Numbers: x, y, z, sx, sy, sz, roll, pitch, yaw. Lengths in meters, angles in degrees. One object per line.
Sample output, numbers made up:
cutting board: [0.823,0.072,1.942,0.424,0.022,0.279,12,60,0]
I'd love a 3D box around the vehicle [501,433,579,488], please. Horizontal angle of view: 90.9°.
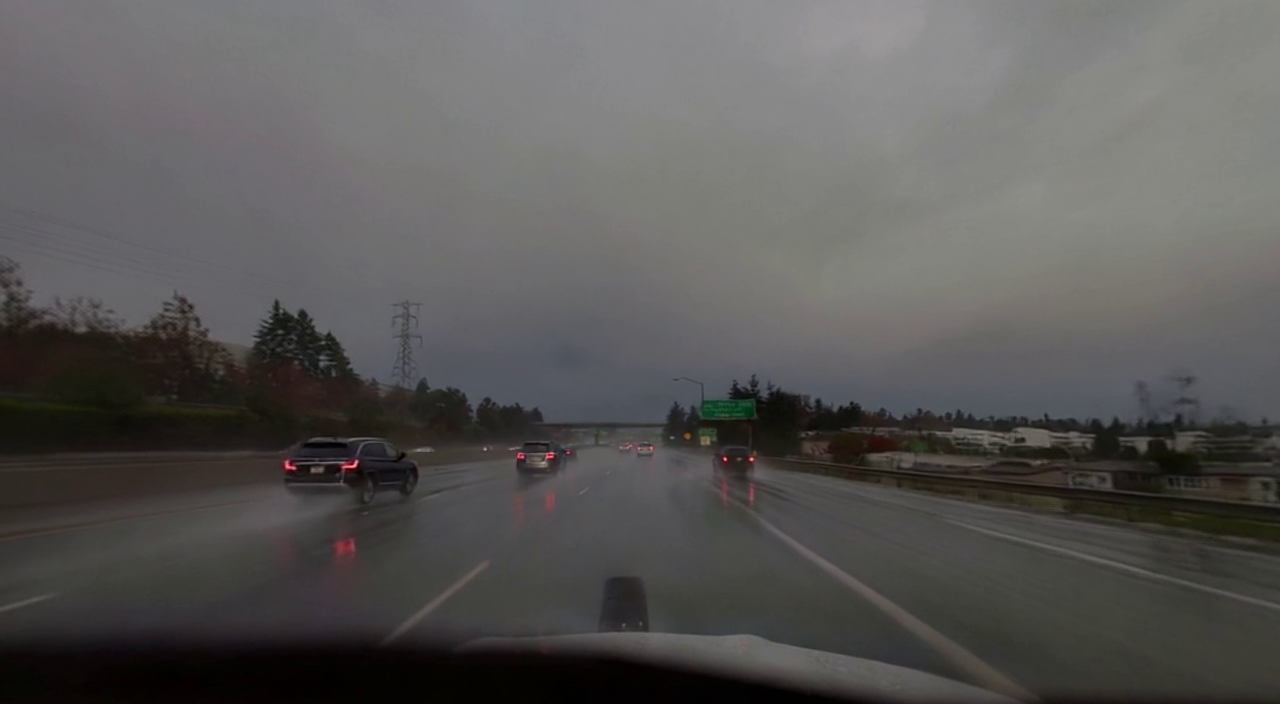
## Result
vehicle: [-3.334,3.724,21.882,1.961,1.704,4.052,0,-8,1]

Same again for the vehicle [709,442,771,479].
vehicle: [4.300,4.720,27.754,1.964,1.479,4.252,0,-8,-1]

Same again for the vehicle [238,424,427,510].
vehicle: [-7.331,2.789,15.796,2.162,1.805,4.853,0,-8,1]

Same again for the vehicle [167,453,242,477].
vehicle: [-28.496,7.365,41.448,1.738,1.440,4.398,0,-8,1]
